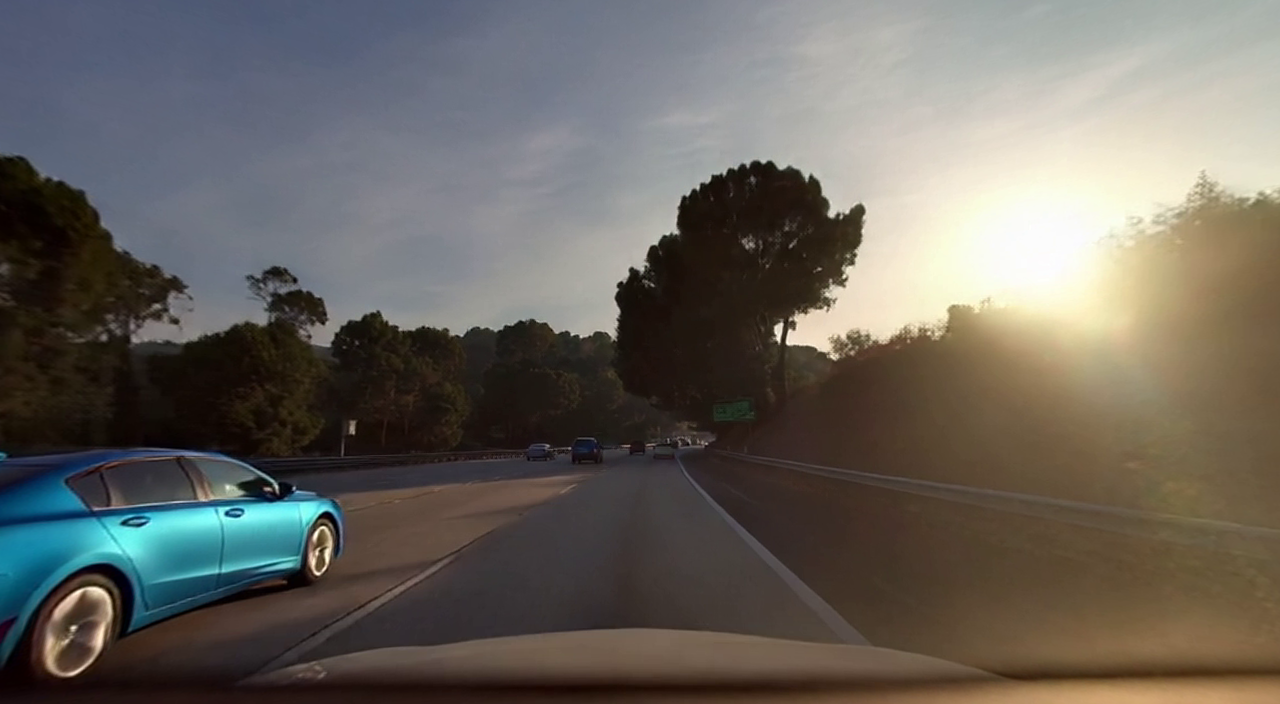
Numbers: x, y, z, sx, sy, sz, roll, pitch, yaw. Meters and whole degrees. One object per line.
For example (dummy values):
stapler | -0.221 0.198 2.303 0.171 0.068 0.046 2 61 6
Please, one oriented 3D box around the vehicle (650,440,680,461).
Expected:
vehicle | 1.881 7.325 46.791 2.113 1.464 4.073 0 -9 4

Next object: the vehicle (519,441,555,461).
vehicle | -7.792 7.538 47.968 1.883 1.411 4.053 0 -9 3

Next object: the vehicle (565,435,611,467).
vehicle | -2.950 5.731 36.695 2.071 1.716 4.363 0 -9 3
